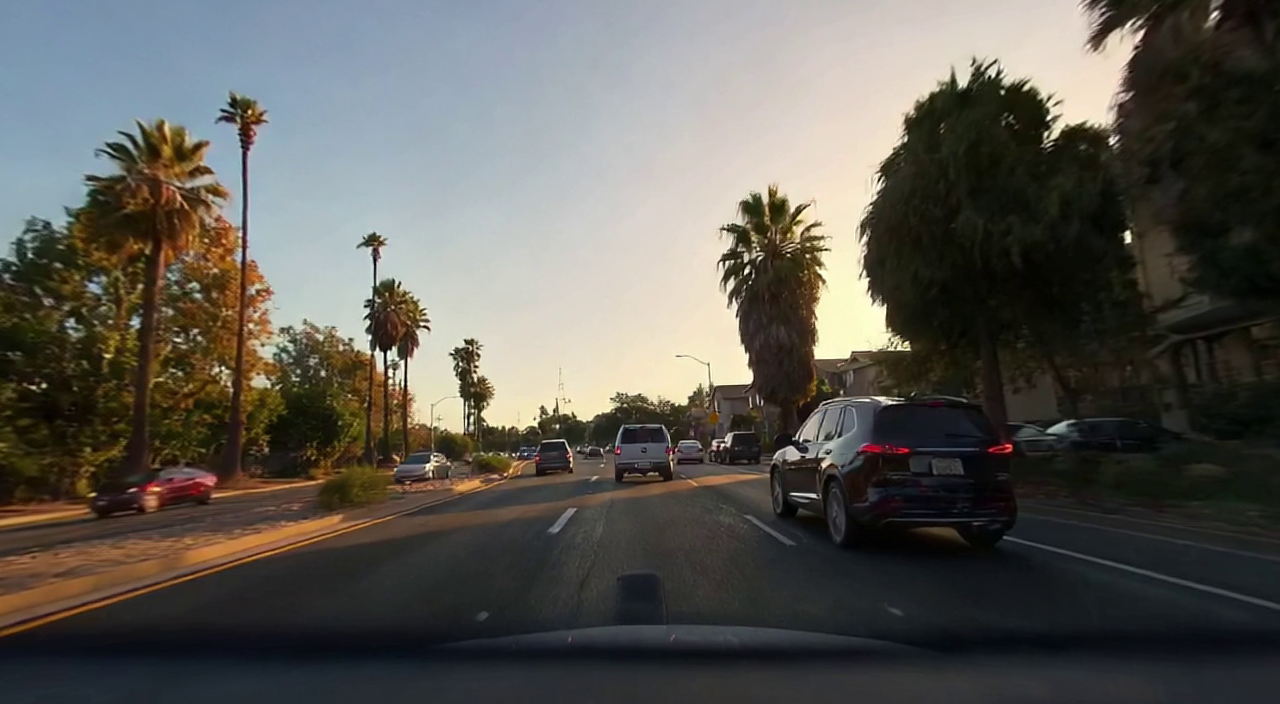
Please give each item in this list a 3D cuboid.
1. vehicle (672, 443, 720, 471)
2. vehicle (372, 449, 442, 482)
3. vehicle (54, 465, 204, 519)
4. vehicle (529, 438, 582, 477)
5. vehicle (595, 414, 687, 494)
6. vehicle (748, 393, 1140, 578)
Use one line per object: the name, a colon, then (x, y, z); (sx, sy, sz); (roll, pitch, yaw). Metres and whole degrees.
vehicle: (3.002, 5.778, 34.819); (2.178, 1.411, 4.732); (0, -9, -1)
vehicle: (-12.351, 6.031, 33.650); (2.068, 1.630, 4.650); (0, -9, -2)
vehicle: (-18.569, 5.061, 23.168); (1.956, 1.494, 4.503); (-4, -8, -3)
vehicle: (-3.899, 4.954, 29.734); (2.235, 1.682, 4.662); (1, -9, -5)
vehicle: (-0.186, 3.250, 20.224); (2.507, 2.161, 6.049); (1, -9, -4)
vehicle: (3.585, 1.792, 9.443); (2.576, 1.815, 6.267); (0, -9, -2)
